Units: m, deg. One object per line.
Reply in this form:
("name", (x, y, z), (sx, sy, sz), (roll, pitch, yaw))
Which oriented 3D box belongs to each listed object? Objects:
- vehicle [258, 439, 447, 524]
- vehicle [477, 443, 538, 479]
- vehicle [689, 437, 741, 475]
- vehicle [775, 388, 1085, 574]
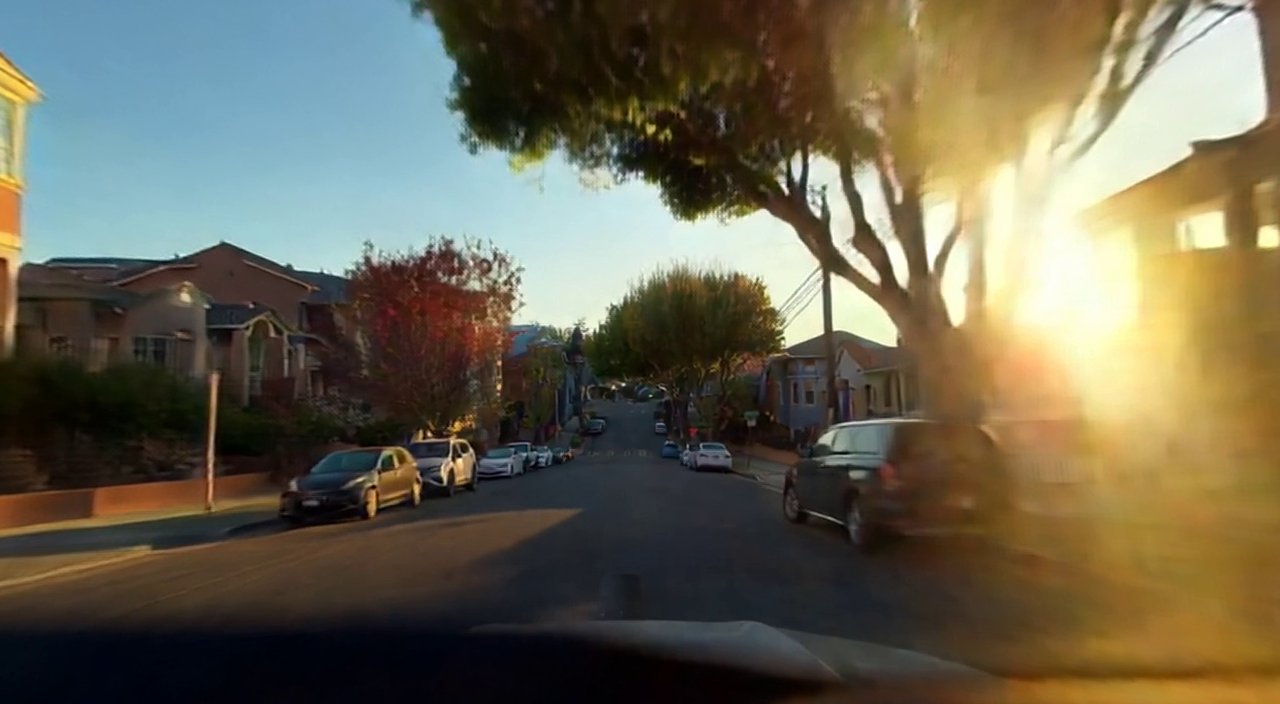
("vehicle", (-5.796, 2.638, 13.493), (1.998, 1.485, 4.476), (0, -9, -1))
("vehicle", (-5.875, 4.875, 28.477), (2.003, 1.489, 4.051), (0, -9, -3))
("vehicle", (3.638, 5.154, 31.526), (1.952, 1.738, 4.518), (0, -9, -2))
("vehicle", (3.629, 1.740, 9.216), (2.158, 1.977, 4.750), (0, -9, -1))
